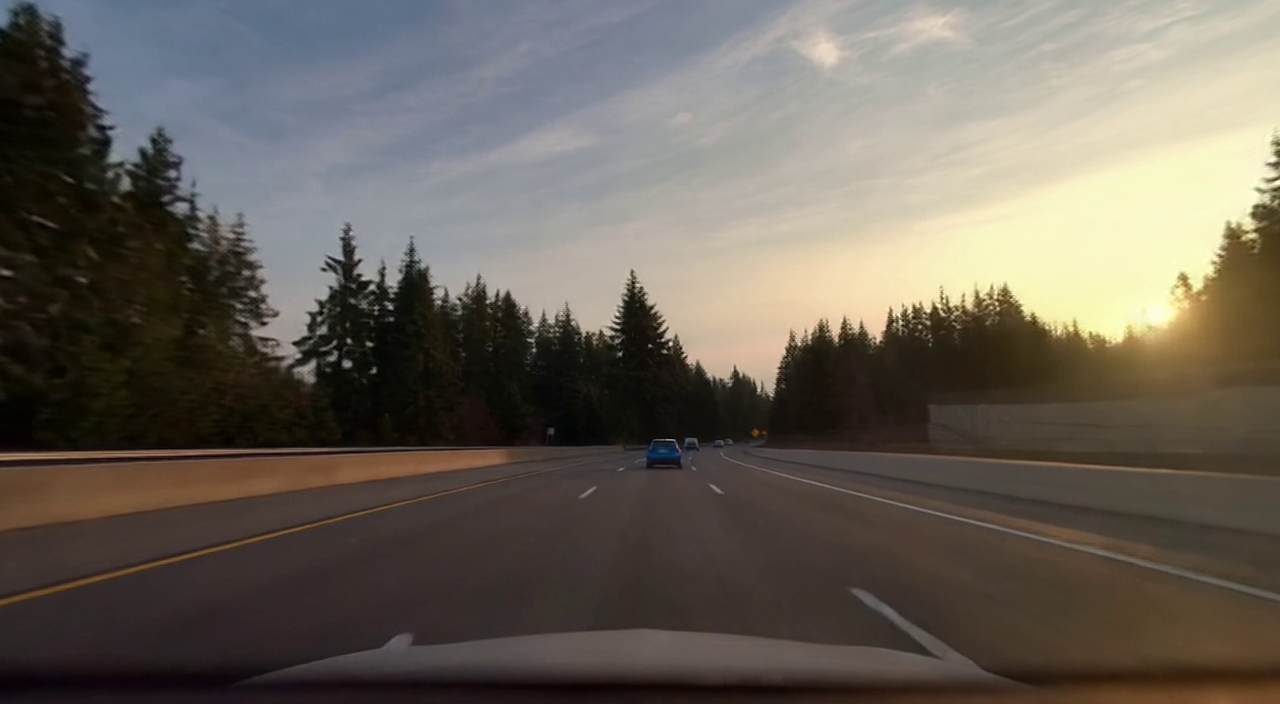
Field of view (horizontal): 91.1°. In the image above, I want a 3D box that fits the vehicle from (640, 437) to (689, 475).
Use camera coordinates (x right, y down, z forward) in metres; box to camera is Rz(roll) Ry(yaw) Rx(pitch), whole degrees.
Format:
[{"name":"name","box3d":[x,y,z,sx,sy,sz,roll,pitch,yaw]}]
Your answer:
[{"name":"vehicle","box3d":[1.129,4.882,29.701,2.133,1.686,4.203,0,-8,2]}]
